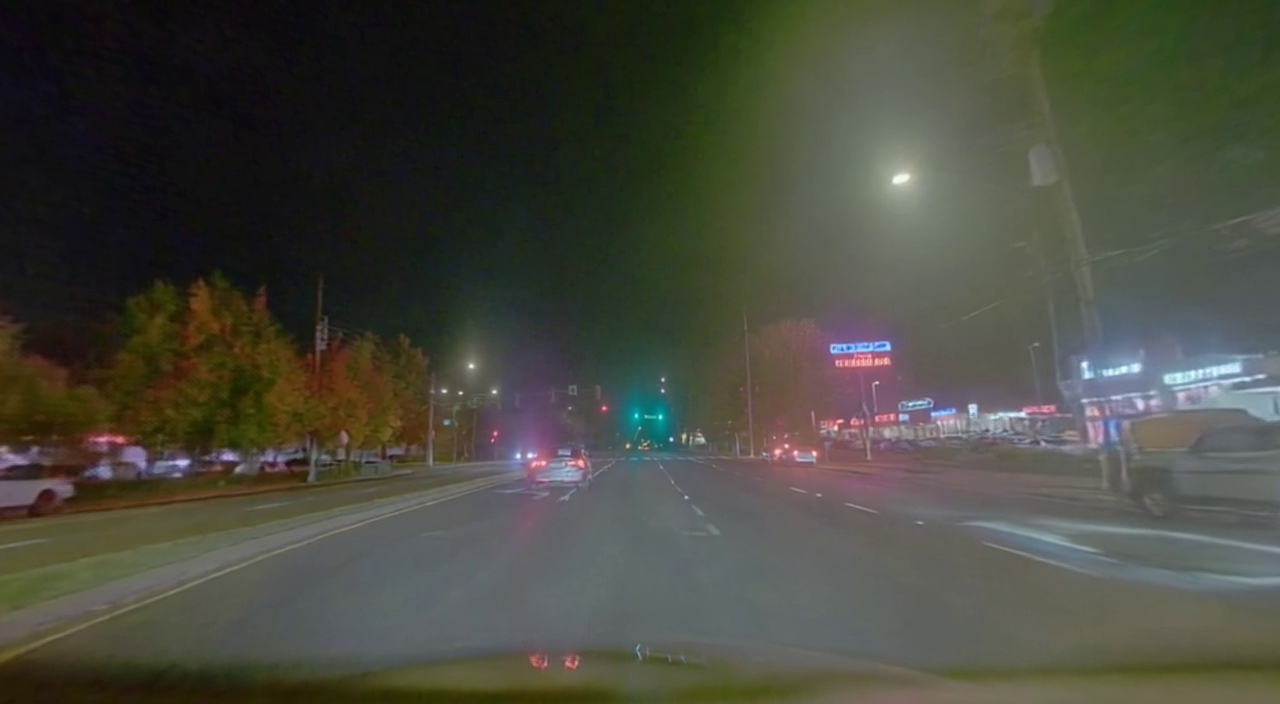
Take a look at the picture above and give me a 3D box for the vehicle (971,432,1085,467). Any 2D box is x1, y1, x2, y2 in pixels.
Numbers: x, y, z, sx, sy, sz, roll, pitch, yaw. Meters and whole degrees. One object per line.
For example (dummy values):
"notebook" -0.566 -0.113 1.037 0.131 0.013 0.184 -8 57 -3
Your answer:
"vehicle" 19.986 5.030 32.651 4.729 1.706 1.922 -7 -11 37

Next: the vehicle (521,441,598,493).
"vehicle" -2.464 3.638 20.318 2.185 1.473 3.925 0 -8 -3

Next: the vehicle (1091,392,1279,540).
"vehicle" 10.355 1.753 9.878 2.266 2.118 5.742 0 -8 -1

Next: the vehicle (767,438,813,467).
"vehicle" 10.356 6.973 43.920 1.998 1.862 4.658 0 -8 0
